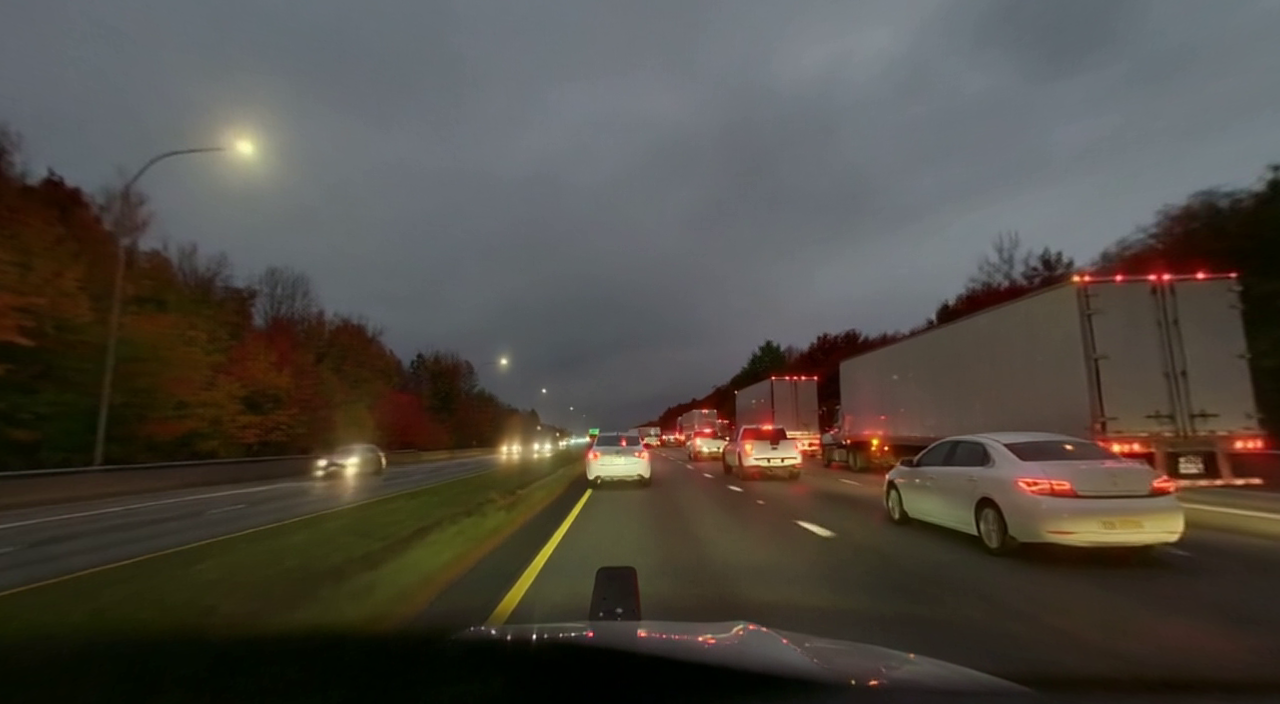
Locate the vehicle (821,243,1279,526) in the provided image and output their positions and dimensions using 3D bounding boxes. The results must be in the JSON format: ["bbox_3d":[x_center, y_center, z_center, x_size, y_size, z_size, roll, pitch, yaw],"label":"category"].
[{"bbox_3d":[8.357,1.354,16.125,2.908,4.099,14.103,0,-8,-1],"label":"vehicle"}]

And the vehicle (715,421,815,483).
[{"bbox_3d":[3.675,3.012,19.278,2.147,1.707,3.963,0,-8,-2],"label":"vehicle"}]

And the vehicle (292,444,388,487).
[{"bbox_3d":[-11.635,4.401,24.720,1.874,1.504,3.847,0,-8,0],"label":"vehicle"}]

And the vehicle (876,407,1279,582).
[{"bbox_3d":[4.707,1.530,7.625,2.040,1.523,4.068,0,-8,-1],"label":"vehicle"}]

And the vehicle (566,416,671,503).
[{"bbox_3d":[-0.459,2.446,14.835,2.087,1.709,4.455,0,-8,-1],"label":"vehicle"}]
